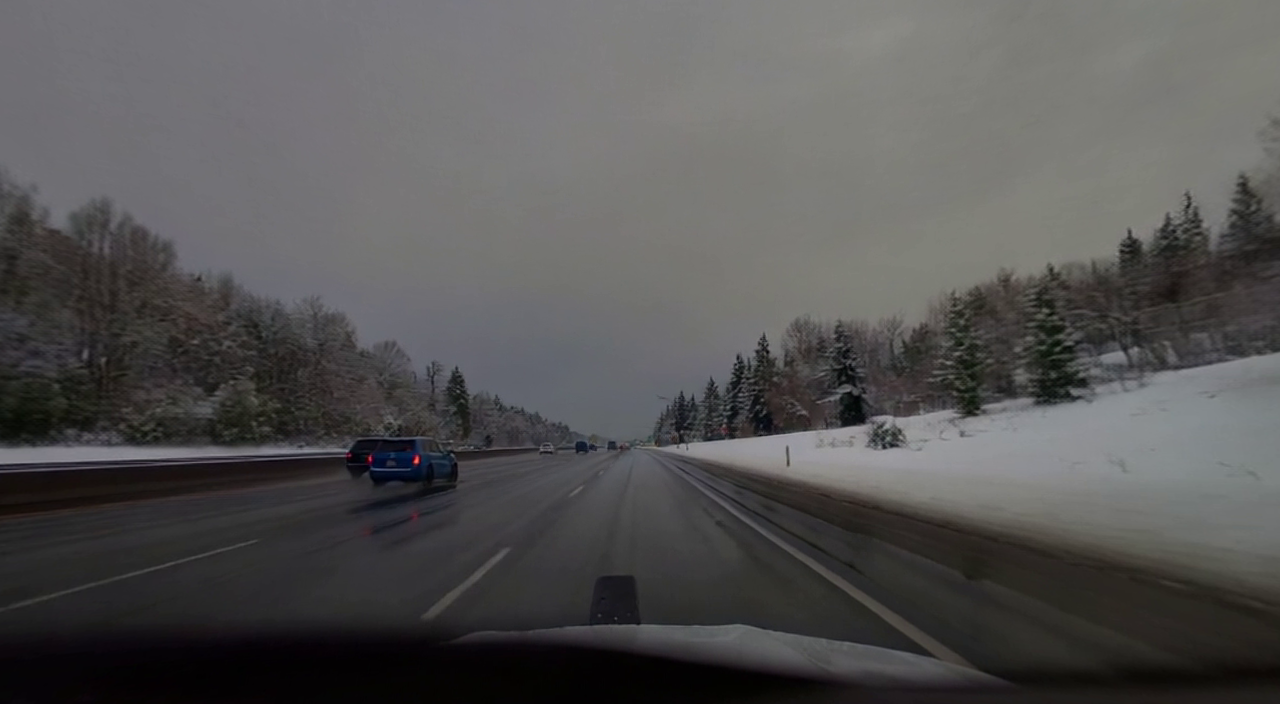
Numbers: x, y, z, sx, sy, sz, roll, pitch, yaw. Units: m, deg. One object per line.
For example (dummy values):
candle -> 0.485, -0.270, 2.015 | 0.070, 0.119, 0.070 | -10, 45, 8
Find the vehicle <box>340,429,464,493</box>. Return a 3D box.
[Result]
vehicle -> -7.303, 3.395, 19.979 | 2.146, 1.766, 4.502 | 0, -9, 0
